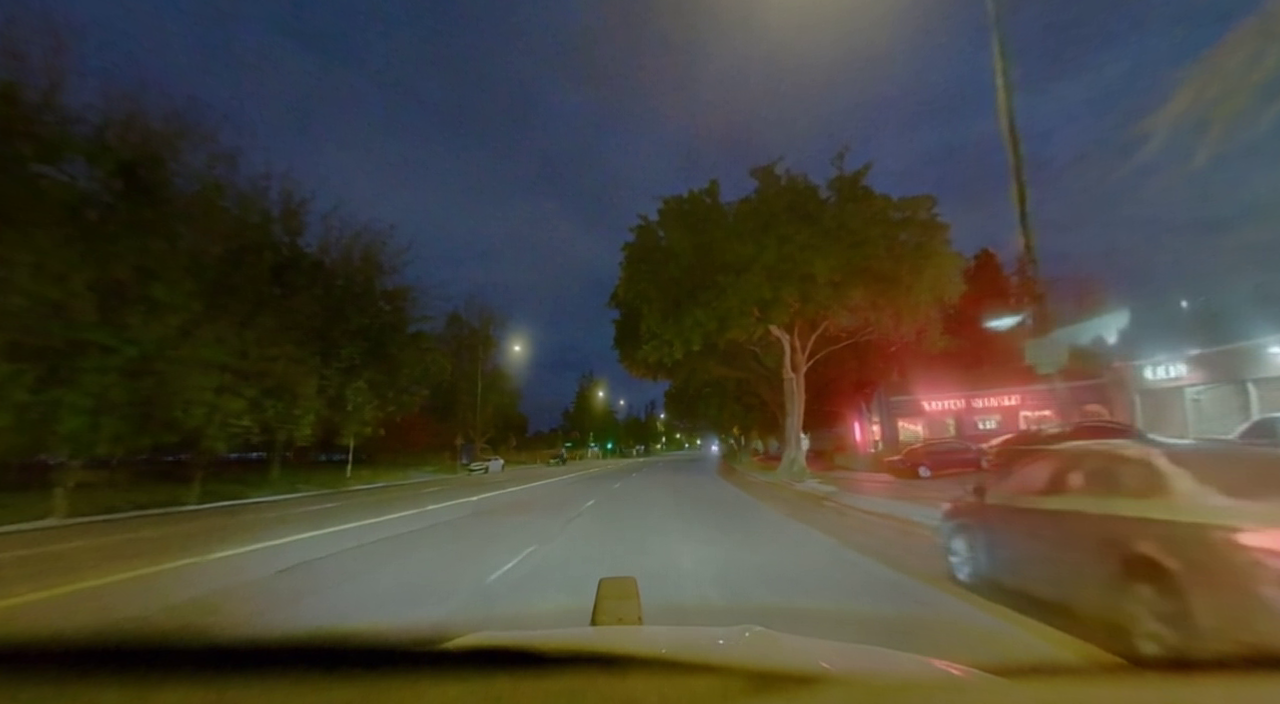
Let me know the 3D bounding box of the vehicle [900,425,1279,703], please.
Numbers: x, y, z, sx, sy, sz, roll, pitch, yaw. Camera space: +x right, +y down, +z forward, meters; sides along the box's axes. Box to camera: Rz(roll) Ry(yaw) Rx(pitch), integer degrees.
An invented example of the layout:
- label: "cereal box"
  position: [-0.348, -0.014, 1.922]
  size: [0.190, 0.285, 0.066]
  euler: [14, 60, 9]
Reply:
- label: "vehicle"
  position: [3.952, 1.364, 4.675]
  size: [2.080, 1.503, 4.821]
  euler: [0, -9, 1]

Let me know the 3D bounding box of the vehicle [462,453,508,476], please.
- label: "vehicle"
  position: [-11.351, 8.254, 46.543]
  size: [1.859, 1.496, 4.390]
  euler: [-5, -9, 5]
